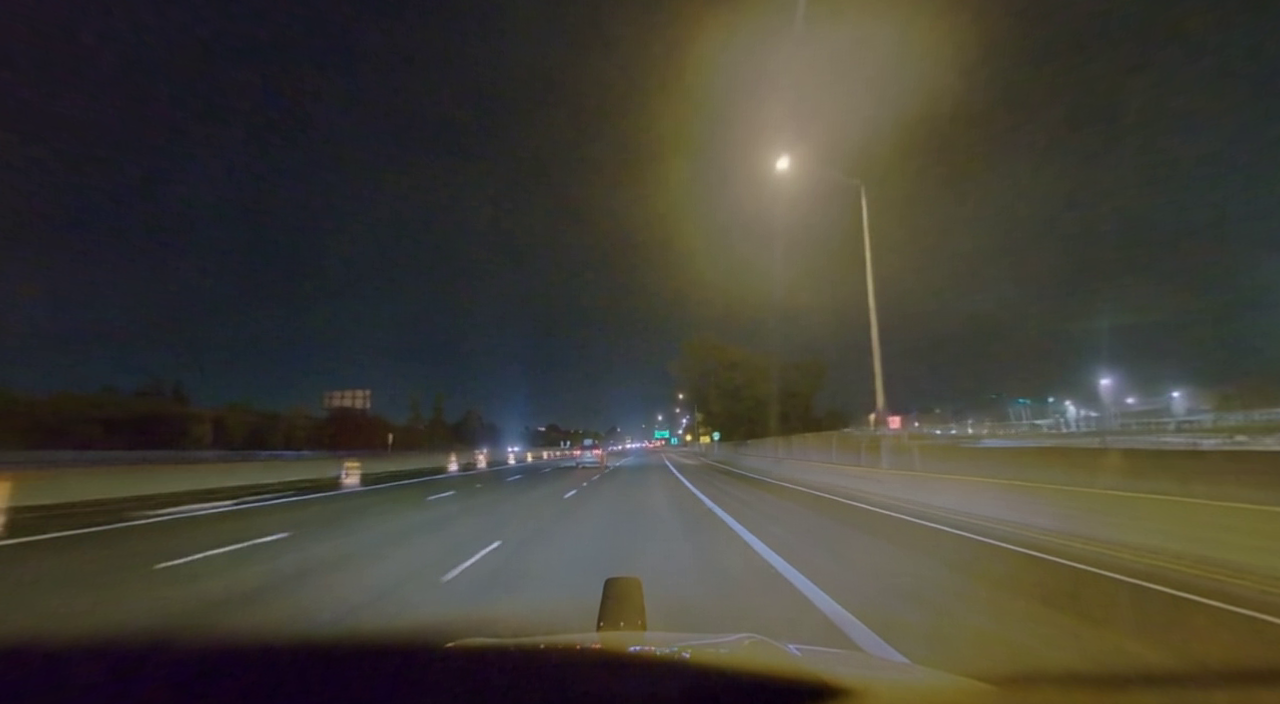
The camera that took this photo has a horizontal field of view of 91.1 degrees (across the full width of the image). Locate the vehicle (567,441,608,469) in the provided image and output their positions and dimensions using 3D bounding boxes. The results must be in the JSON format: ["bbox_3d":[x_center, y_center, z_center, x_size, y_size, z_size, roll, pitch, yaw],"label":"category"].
[{"bbox_3d":[-3.102,6.223,38.090,2.078,1.629,4.059,0,-8,1],"label":"vehicle"}]
